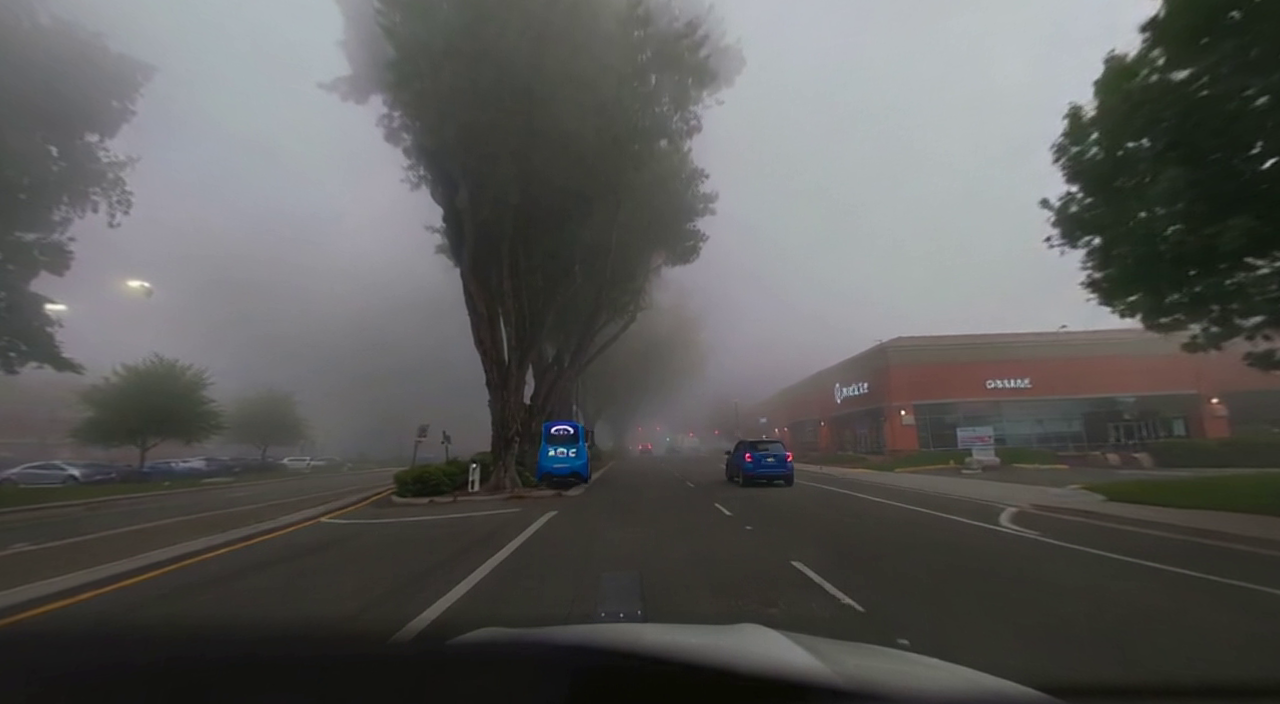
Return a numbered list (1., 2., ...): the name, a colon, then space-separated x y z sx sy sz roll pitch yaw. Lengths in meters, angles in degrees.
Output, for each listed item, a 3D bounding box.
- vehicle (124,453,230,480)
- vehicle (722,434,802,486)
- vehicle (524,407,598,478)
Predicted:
1. vehicle: -31.901 7.899 43.823 5.692 1.725 2.144 5 -10 -33
2. vehicle: 4.234 3.818 22.618 1.869 1.646 4.166 0 -9 -2
3. vehicle: -3.311 4.015 27.854 2.443 2.784 5.862 0 -9 1
